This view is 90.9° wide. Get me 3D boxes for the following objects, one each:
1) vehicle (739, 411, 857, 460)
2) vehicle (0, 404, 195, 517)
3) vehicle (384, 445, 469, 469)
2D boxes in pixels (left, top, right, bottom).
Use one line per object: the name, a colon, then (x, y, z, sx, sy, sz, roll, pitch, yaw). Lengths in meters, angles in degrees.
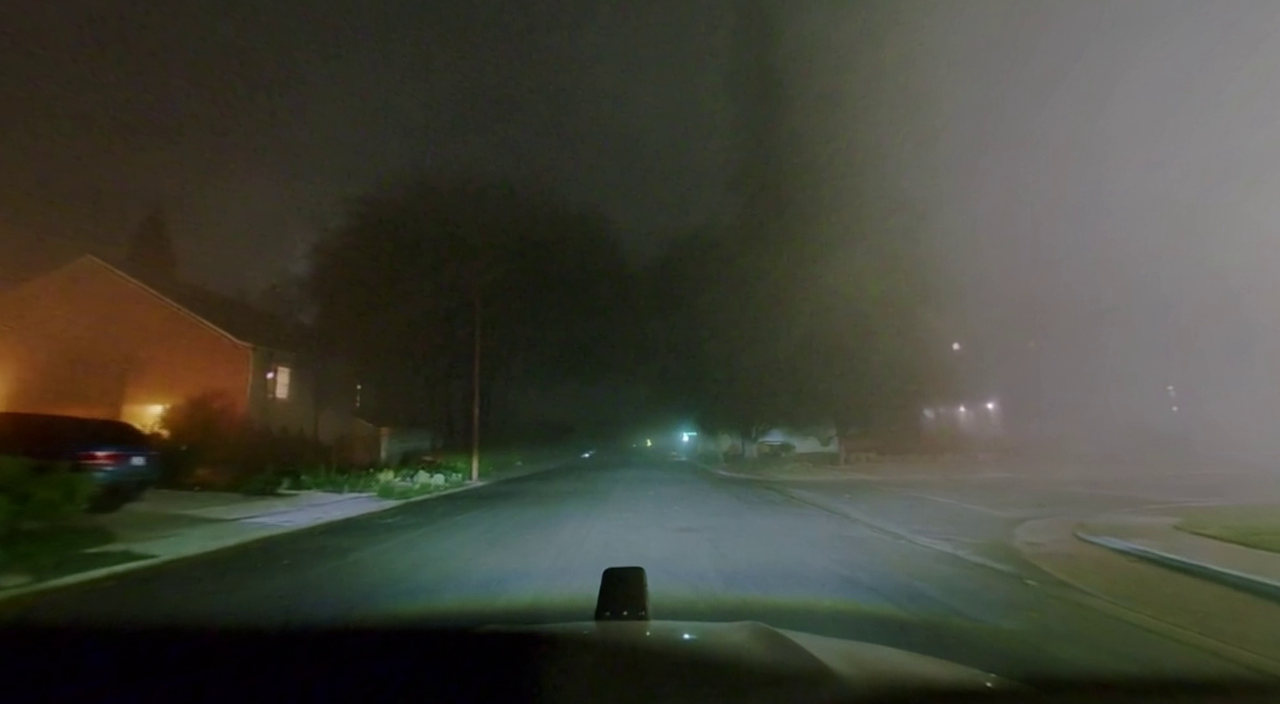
vehicle: (10.773, 5.775, 43.514, 7.362, 3.227, 2.674, 0, -9, -2)
vehicle: (-13.052, 2.145, 12.776, 5.946, 2.048, 2.595, 1, -9, -3)
vehicle: (-13.772, 6.802, 40.845, 4.764, 1.514, 1.912, 0, -9, -1)
